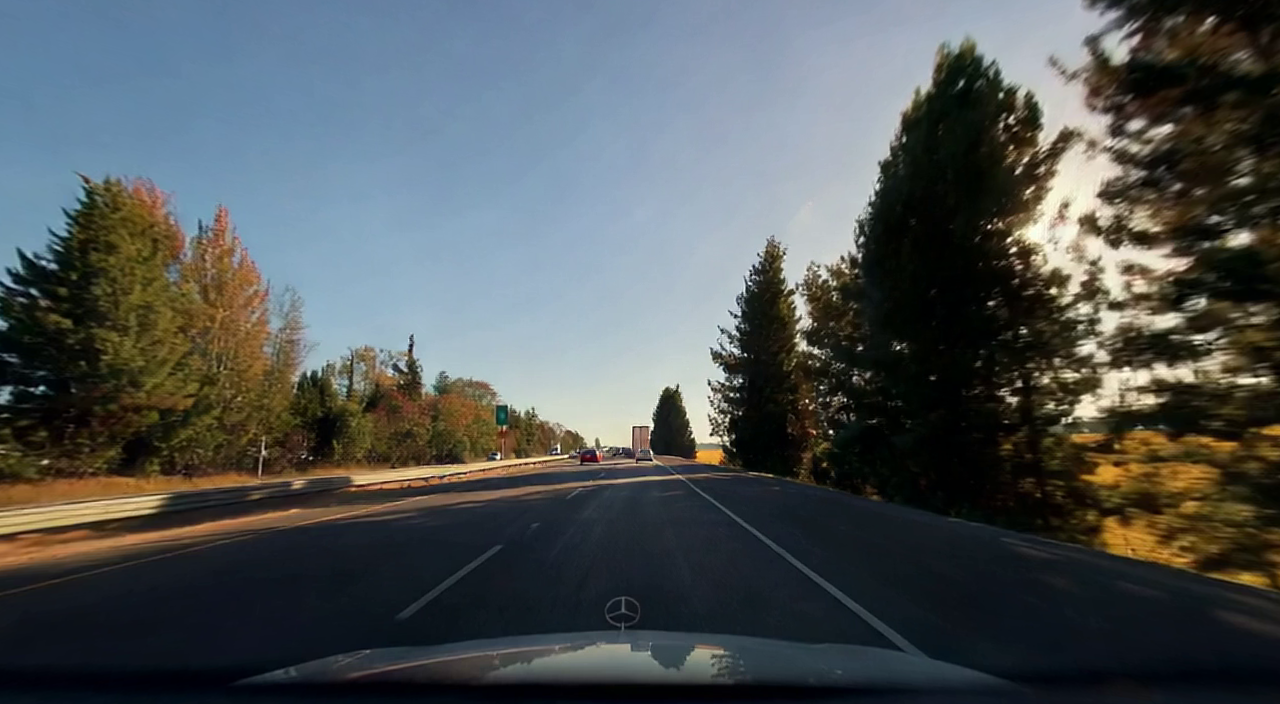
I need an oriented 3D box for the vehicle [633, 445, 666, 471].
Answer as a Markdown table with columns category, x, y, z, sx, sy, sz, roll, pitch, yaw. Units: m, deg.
| category | x | y | z | sx | sy | sz | roll | pitch | yaw |
| --- | --- | --- | --- | --- | --- | --- | --- | --- | --- |
| vehicle | 0.558 | 6.891 | 41.120 | 1.992 | 1.593 | 3.937 | 0 | -9 | -1 |
